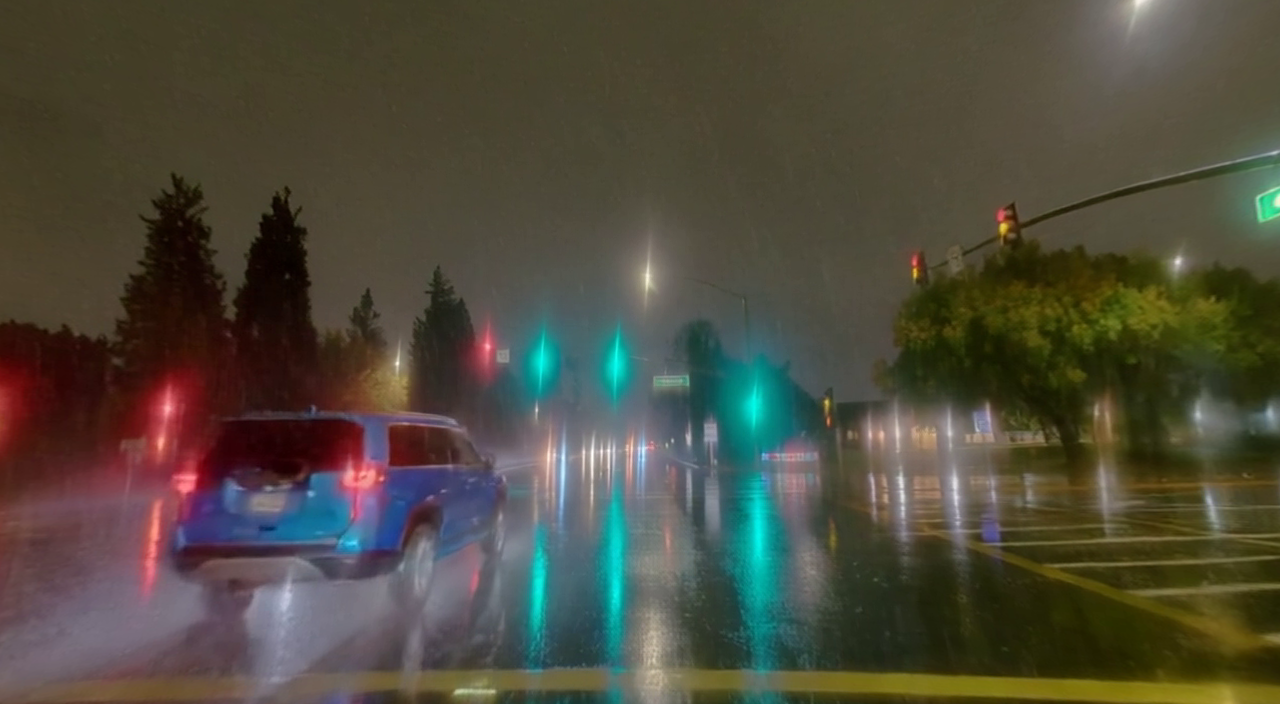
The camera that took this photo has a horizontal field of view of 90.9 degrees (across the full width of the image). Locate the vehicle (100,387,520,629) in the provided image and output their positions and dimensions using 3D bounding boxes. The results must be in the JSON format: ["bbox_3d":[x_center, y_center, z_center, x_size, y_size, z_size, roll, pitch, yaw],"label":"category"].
[{"bbox_3d":[-2.931,1.496,7.041,2.123,1.799,4.425,-1,-8,2],"label":"vehicle"}]
